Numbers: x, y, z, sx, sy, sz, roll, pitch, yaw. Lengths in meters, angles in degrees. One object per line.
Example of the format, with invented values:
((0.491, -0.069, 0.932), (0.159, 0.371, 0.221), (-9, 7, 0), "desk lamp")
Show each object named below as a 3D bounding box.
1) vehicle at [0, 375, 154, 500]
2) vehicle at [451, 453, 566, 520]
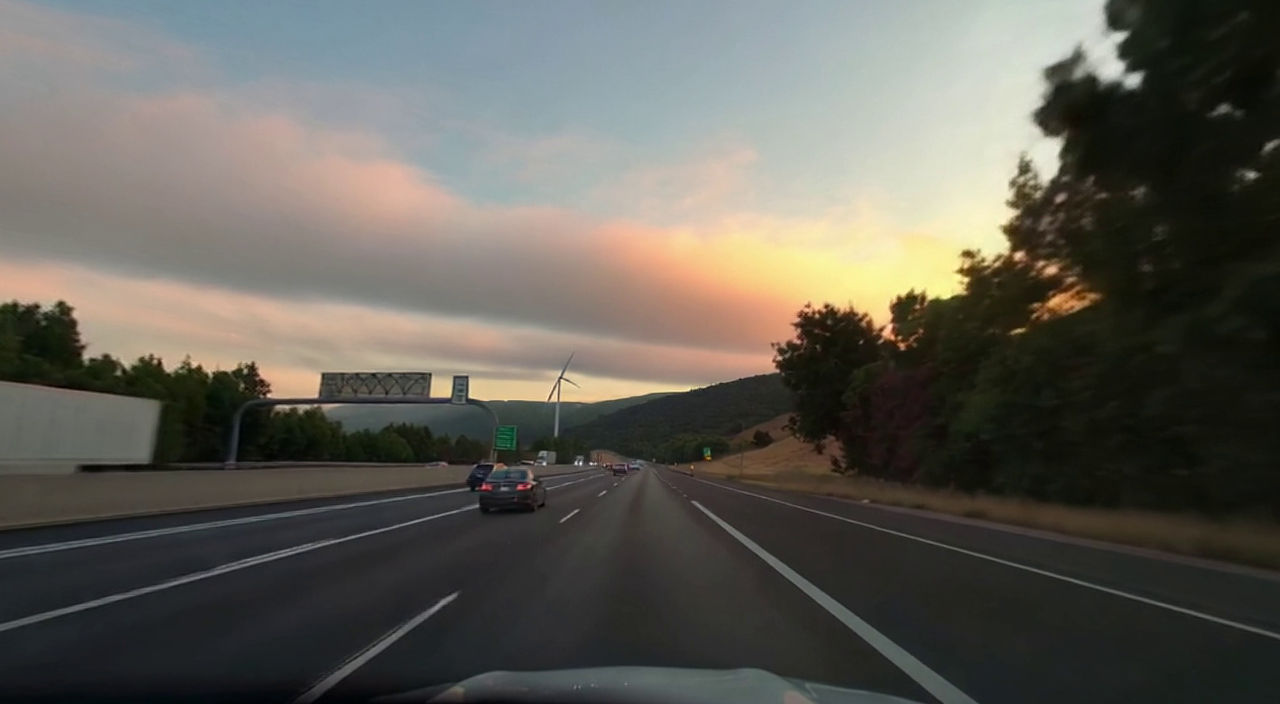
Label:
((-23.103, 2.810, 20.861), (2.840, 4.164, 13.969), (1, -10, 0), "vehicle")
((-3.387, 3.611, 17.298), (2.039, 1.505, 4.843), (1, -10, 0), "vehicle")
